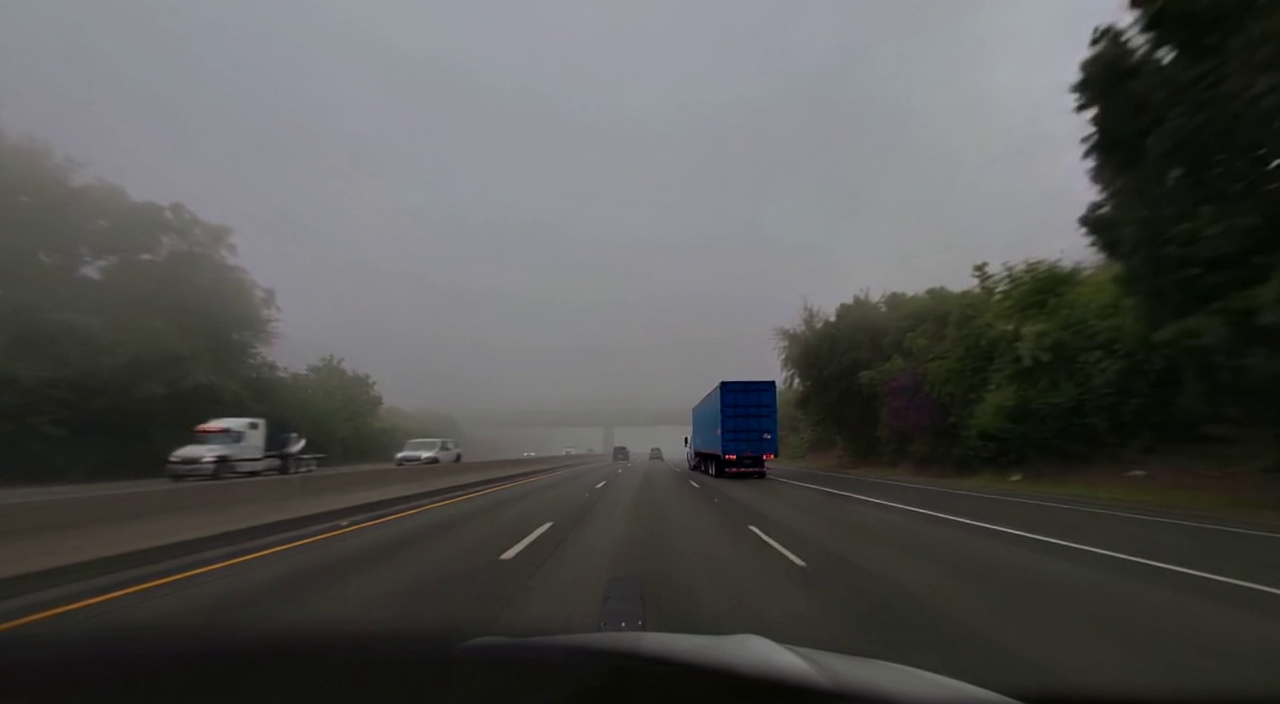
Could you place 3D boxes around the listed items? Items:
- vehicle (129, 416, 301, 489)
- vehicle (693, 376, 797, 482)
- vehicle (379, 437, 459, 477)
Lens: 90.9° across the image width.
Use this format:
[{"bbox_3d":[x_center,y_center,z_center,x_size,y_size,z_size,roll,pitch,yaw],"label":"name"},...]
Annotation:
[{"bbox_3d":[-17.409,4.209,26.504,2.270,2.631,6.924,0,-9,1],"label":"vehicle"},{"bbox_3d":[4.596,4.036,31.287,2.825,4.054,14.210,0,-9,0],"label":"vehicle"},{"bbox_3d":[-10.625,5.104,30.775,2.074,1.806,4.842,0,-9,1],"label":"vehicle"}]
